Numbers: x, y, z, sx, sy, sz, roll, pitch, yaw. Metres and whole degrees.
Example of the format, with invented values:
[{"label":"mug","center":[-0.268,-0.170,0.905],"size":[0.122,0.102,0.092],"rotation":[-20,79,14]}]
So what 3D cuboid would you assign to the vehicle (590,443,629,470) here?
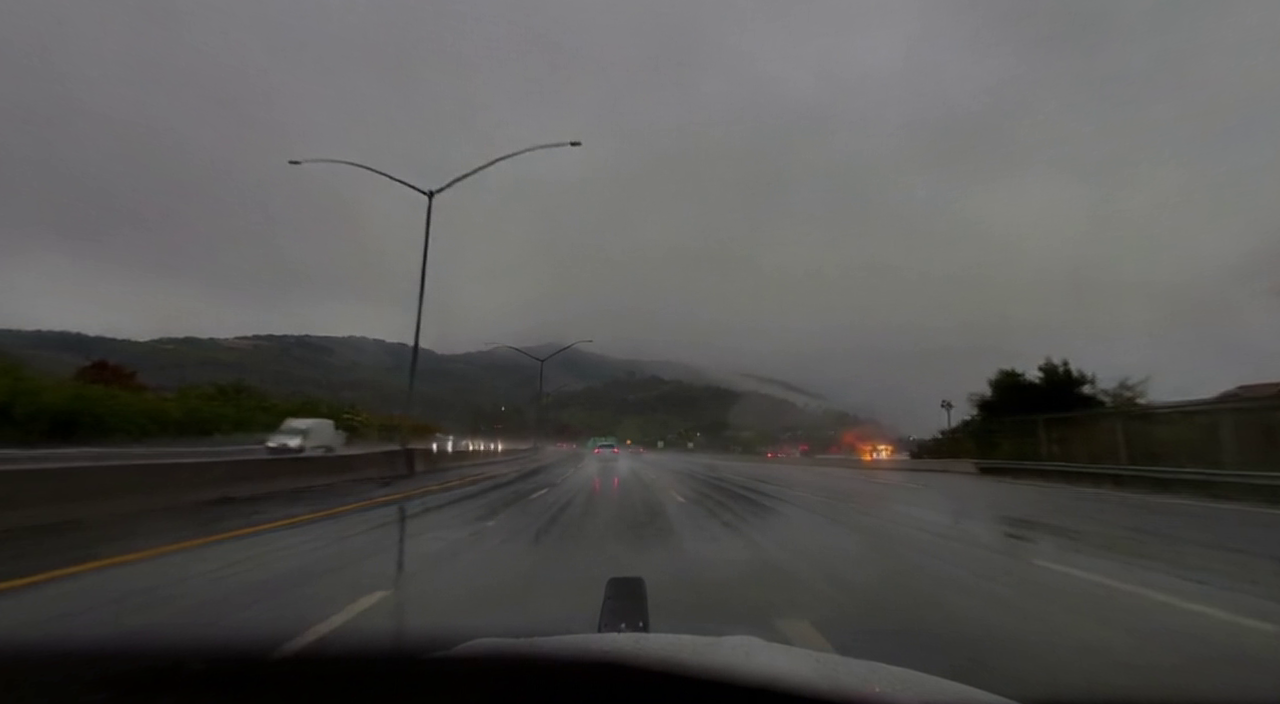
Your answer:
[{"label":"vehicle","center":[-1.779,6.082,36.951],"size":[2.193,1.497,4.337],"rotation":[0,-8,-3]}]
